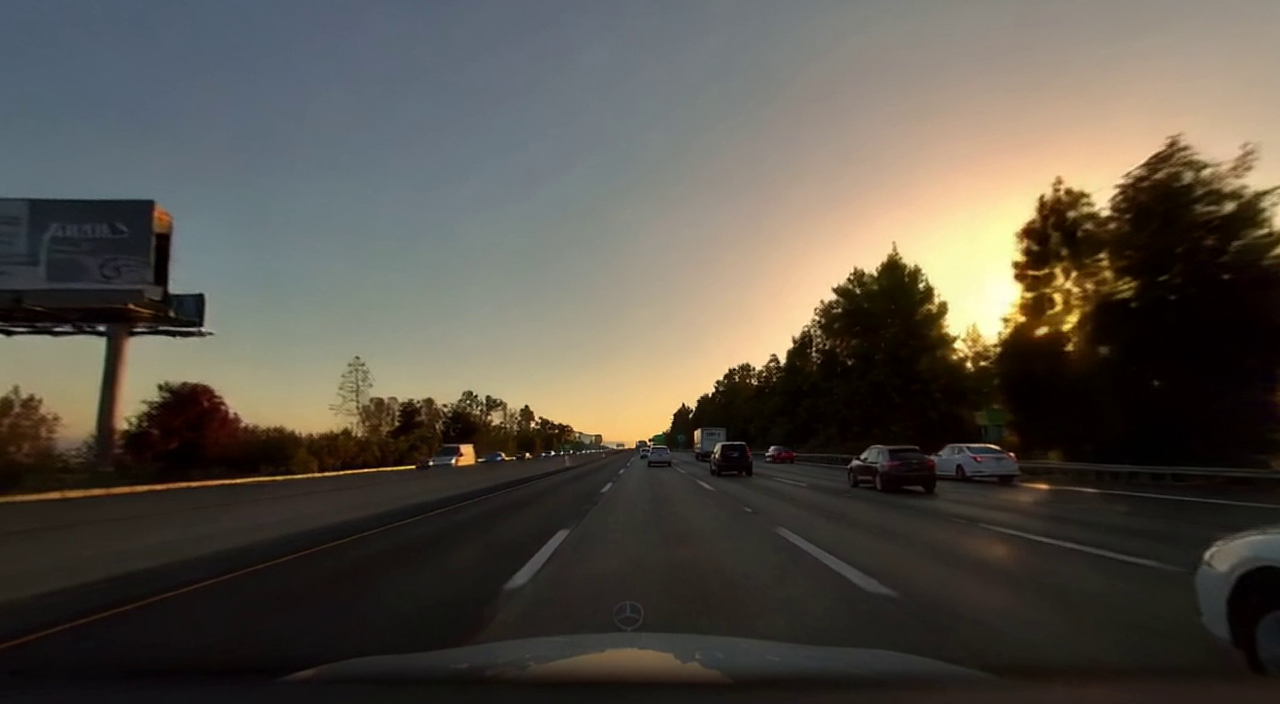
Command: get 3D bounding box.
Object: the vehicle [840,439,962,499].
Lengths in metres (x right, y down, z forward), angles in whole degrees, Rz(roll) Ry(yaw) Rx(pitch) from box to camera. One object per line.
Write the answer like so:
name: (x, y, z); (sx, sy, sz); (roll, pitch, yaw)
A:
vehicle: (7.620, 3.417, 18.961); (1.807, 1.558, 4.352); (0, -8, 0)

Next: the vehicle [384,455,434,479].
vehicle: (-17.052, 8.494, 46.783); (1.937, 1.606, 4.683); (-1, -8, 1)

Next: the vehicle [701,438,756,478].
vehicle: (4.400, 5.342, 32.077); (2.075, 1.845, 4.667); (0, -8, -1)

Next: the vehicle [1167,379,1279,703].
vehicle: (3.827, 0.681, 1.122); (1.989, 1.609, 4.355); (0, -8, 0)

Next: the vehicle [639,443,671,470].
vehicle: (1.048, 7.445, 45.219); (2.145, 1.832, 4.004); (0, -8, 0)

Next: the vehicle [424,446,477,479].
vehicle: (-13.123, 7.653, 43.964); (2.014, 2.072, 5.382); (0, -8, 0)

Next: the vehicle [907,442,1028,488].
vehicle: (12.042, 4.149, 23.643); (1.941, 1.539, 4.834); (0, -8, 0)
